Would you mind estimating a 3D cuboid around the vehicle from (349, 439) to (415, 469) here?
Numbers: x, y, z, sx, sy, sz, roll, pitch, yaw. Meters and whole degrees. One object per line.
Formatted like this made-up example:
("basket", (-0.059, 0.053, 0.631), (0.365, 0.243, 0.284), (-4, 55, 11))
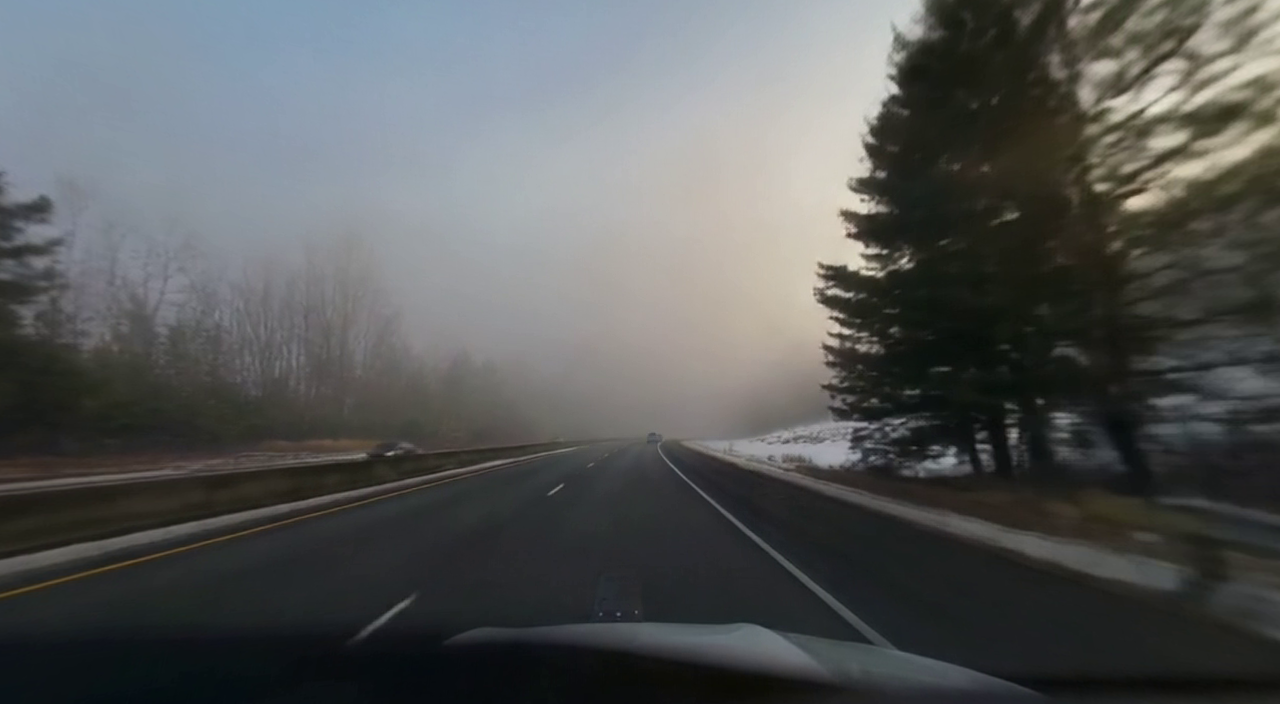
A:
("vehicle", (-14.819, 5.856, 36.400), (1.949, 1.553, 4.335), (0, -8, 1))
